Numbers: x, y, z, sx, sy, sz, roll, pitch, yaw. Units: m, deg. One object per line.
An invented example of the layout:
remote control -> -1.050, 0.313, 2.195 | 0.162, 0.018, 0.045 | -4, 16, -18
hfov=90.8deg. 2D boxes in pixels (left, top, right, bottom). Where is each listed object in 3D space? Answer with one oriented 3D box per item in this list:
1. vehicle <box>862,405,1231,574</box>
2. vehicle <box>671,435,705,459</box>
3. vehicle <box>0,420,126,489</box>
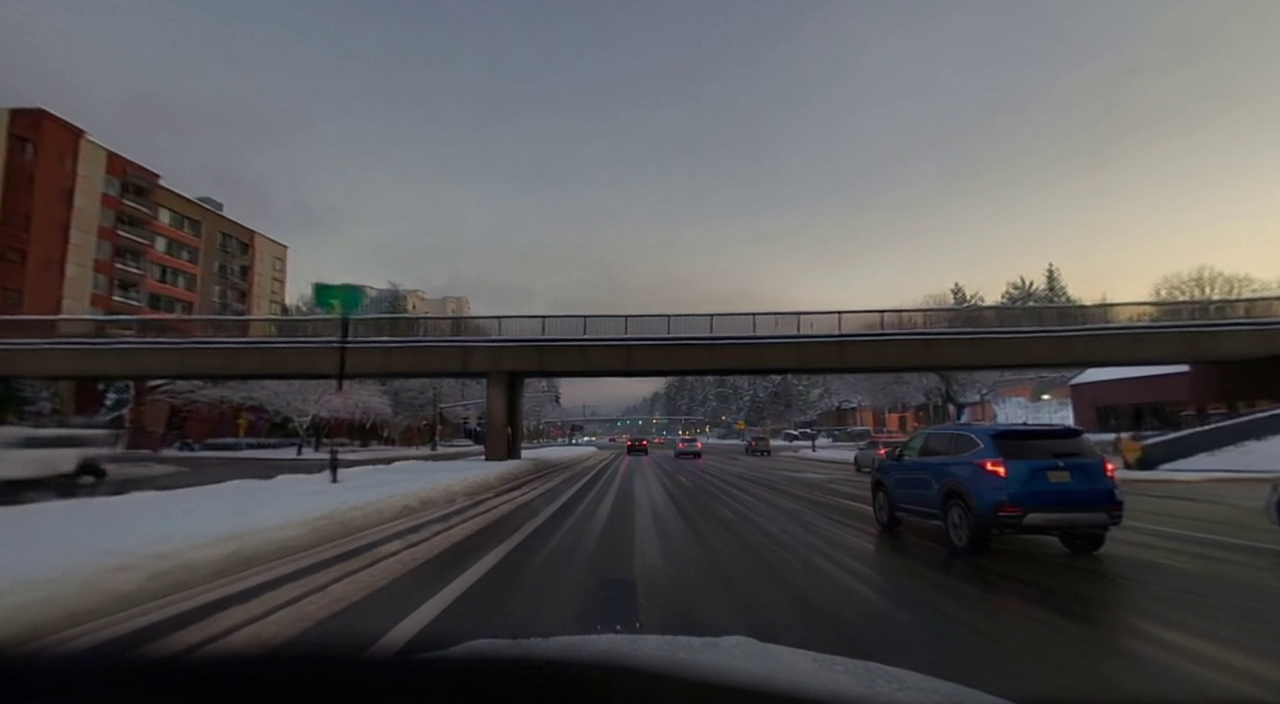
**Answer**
vehicle -> 5.057, 1.773, 8.966 | 2.130, 1.741, 4.665 | 0, -8, 1
vehicle -> 3.472, 6.999, 46.576 | 2.165, 1.708, 3.928 | 0, -8, 0
vehicle -> -16.733, 2.682, 16.680 | 2.077, 1.676, 4.921 | 0, -8, 2
